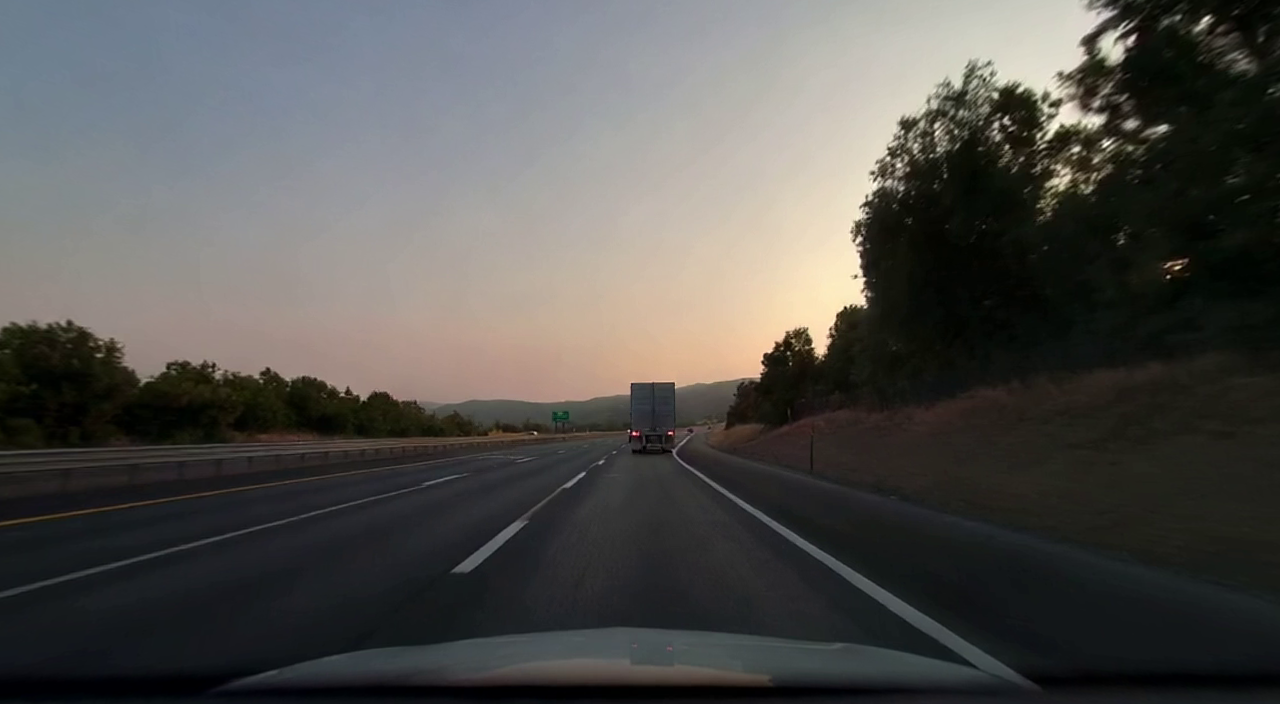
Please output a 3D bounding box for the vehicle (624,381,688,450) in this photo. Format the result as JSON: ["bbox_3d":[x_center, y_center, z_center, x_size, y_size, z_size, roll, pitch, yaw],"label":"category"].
[{"bbox_3d":[0.930,4.197,39.827,3.446,3.698,12.089,0,-8,1],"label":"vehicle"}]
